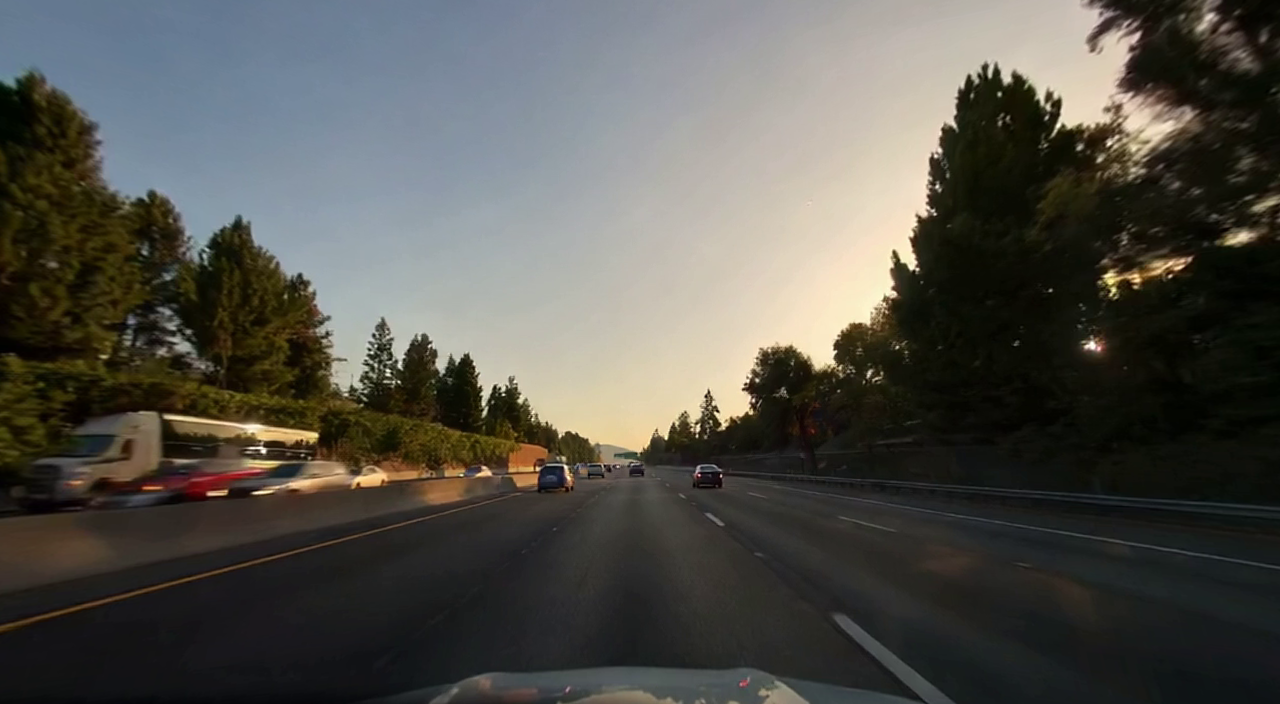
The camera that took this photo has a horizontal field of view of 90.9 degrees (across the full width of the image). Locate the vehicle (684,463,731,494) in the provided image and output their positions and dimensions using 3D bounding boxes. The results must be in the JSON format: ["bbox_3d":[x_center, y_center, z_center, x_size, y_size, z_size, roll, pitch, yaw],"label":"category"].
[{"bbox_3d":[3.559,6.753,33.891,1.981,1.516,4.109,1,-10,-1],"label":"vehicle"}]

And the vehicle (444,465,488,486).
[{"bbox_3d":[-12.713,9.040,46.307,1.913,1.457,4.579,1,-11,0],"label":"vehicle"}]

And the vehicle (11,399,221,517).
[{"bbox_3d":[-20.082,4.197,24.787,2.938,4.013,5.762,1,-11,-1],"label":"vehicle"}]

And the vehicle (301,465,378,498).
[{"bbox_3d":[-16.107,6.958,34.057,1.877,1.593,4.590,1,-11,0],"label":"vehicle"}]

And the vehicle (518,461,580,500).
[{"bbox_3d":[-3.741,5.378,26.603,2.000,1.484,3.995,1,-11,-1],"label":"vehicle"}]
